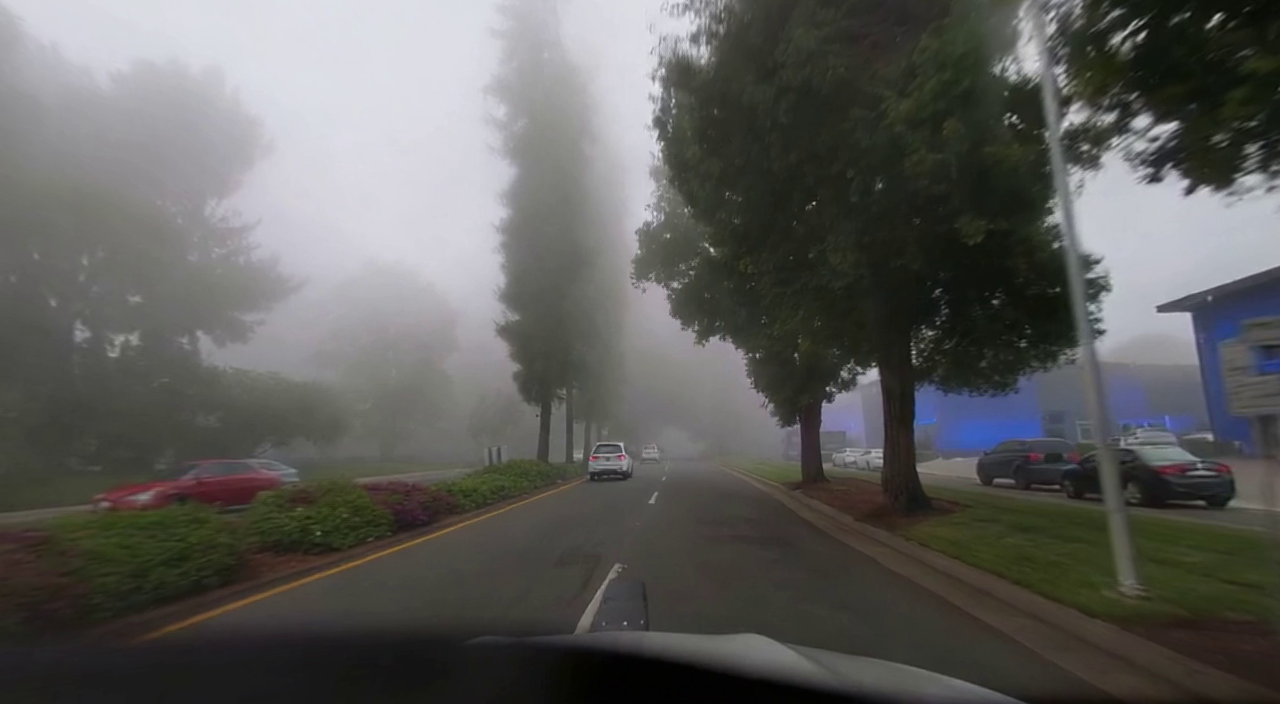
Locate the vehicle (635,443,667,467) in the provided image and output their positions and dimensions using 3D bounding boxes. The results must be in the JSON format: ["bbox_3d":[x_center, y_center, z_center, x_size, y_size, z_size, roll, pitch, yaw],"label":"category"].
[{"bbox_3d":[0.900,7.866,48.348,2.166,1.769,4.162,-1,-8,5],"label":"vehicle"}]

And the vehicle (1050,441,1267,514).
[{"bbox_3d":[12.034,2.884,15.088,1.843,1.456,4.220,-1,-8,5],"label":"vehicle"}]

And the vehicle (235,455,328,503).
[{"bbox_3d":[-14.487,5.107,25.612,1.712,1.753,2.869,-1,-9,11],"label":"vehicle"}]

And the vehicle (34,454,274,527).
[{"bbox_3d":[-15.336,4.338,20.605,2.324,1.866,6.095,-1,-8,10],"label":"vehicle"}]

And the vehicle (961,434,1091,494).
[{"bbox_3d":[12.475,3.614,20.756,1.887,1.722,4.285,-1,-8,6],"label":"vehicle"}]

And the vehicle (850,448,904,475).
[{"bbox_3d":[14.123,6.534,37.832,1.852,1.457,4.351,0,-9,4],"label":"vehicle"}]

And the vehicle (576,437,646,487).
[{"bbox_3d":[-0.978,4.121,23.943,2.129,1.713,4.314,0,-8,4],"label":"vehicle"}]
